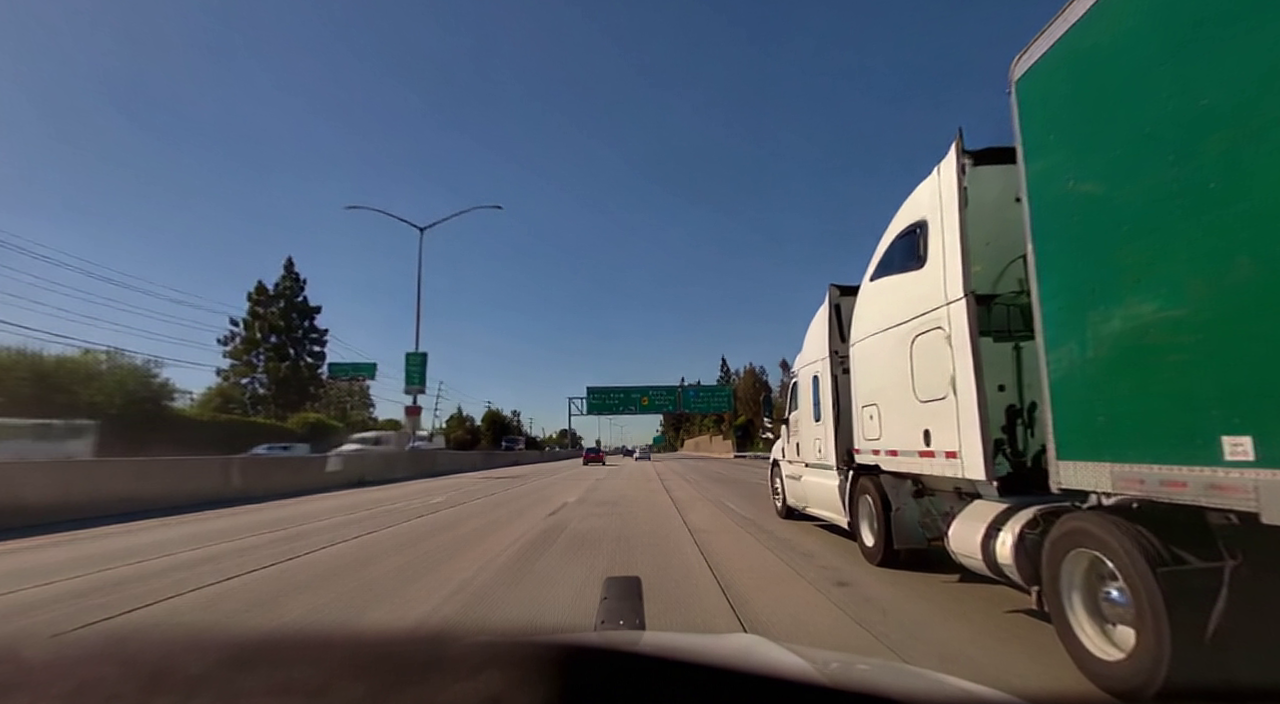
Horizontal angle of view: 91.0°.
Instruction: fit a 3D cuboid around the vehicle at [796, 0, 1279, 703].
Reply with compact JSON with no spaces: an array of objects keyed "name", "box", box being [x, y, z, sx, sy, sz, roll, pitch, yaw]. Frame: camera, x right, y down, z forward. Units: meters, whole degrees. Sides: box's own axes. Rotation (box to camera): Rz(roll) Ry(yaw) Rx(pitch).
[{"name":"vehicle","box":[3.943,-0.315,2.243,2.899,4.078,16.430,0,-9,1]}]
